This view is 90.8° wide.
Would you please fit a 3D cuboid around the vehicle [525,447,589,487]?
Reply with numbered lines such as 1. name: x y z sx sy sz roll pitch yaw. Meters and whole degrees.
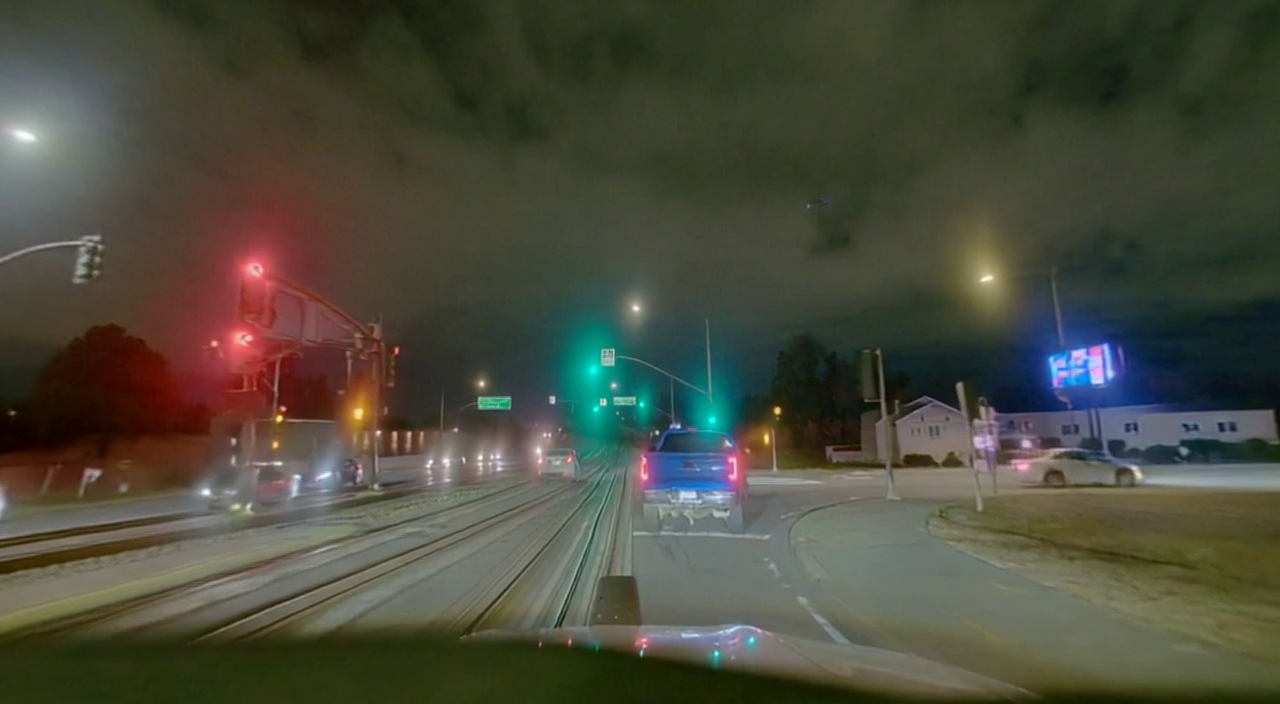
1. vehicle: -3.315 4.694 26.131 2.004 1.482 4.799 0 -9 0

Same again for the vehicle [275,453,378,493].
1. vehicle: -13.122 5.068 26.818 2.027 1.482 4.711 0 -9 -1

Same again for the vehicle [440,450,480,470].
1. vehicle: -13.818 8.321 48.789 1.864 1.456 4.409 0 -9 0

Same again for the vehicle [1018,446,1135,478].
1. vehicle: 21.866 5.516 31.764 4.412 1.494 2.136 1 -9 -8

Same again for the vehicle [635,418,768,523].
1. vehicle: 1.643 2.651 14.615 2.404 1.926 5.251 -2 -9 12

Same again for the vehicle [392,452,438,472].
1. vehicle: -17.498 8.548 49.365 1.908 1.482 4.621 0 -9 -1

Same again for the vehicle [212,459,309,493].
1. vehicle: -17.052 5.574 28.654 1.880 1.377 4.201 0 -9 -2
